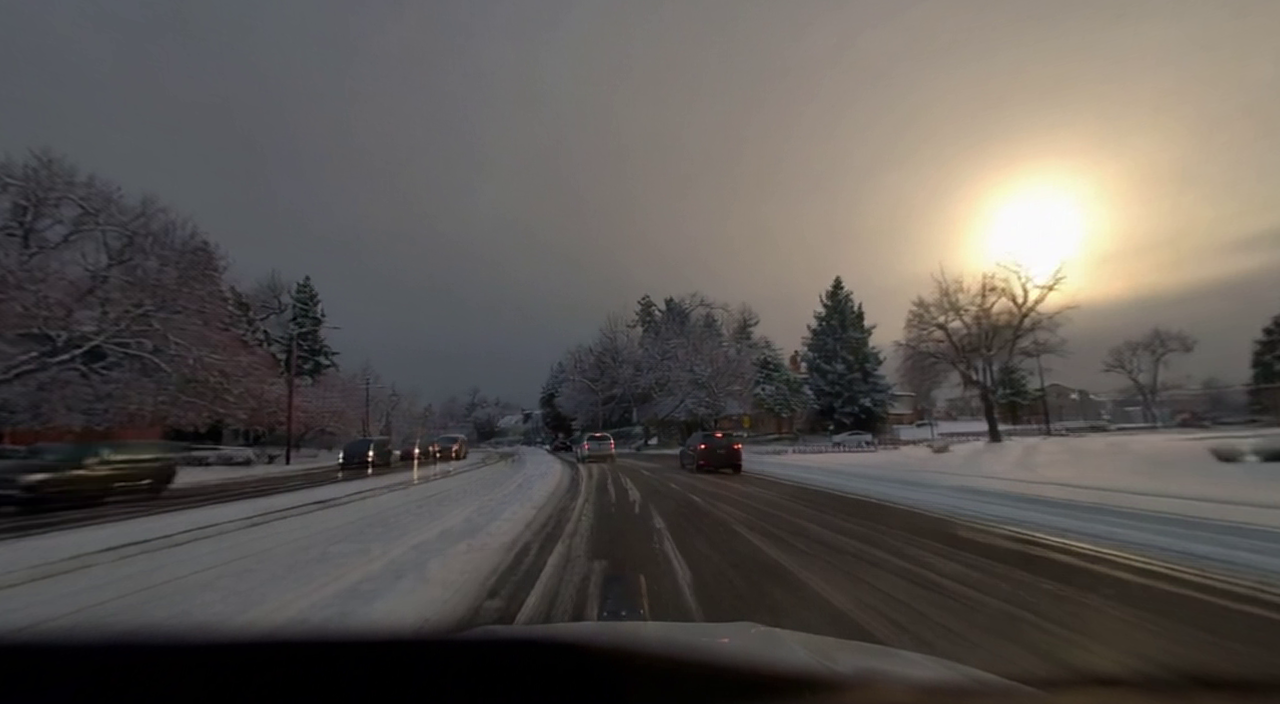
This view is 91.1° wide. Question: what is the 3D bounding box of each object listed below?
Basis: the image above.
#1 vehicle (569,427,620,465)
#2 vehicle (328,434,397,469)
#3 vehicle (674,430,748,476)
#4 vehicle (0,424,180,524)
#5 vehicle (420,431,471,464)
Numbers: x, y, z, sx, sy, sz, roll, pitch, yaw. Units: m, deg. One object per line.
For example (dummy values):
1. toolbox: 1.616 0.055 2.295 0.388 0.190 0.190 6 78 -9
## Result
1. vehicle: -2.429 4.802 32.256 2.165 1.783 4.391 1 -8 -10
2. vehicle: -15.522 5.570 35.465 2.288 1.842 4.837 1 -8 -9
3. vehicle: 2.474 3.663 23.176 1.915 1.495 4.880 1 -8 -3
4. vehicle: -13.143 2.589 13.902 2.162 1.848 5.214 0 -8 -3
5. vehicle: -11.579 5.685 37.662 2.211 1.801 4.894 1 -8 -10
